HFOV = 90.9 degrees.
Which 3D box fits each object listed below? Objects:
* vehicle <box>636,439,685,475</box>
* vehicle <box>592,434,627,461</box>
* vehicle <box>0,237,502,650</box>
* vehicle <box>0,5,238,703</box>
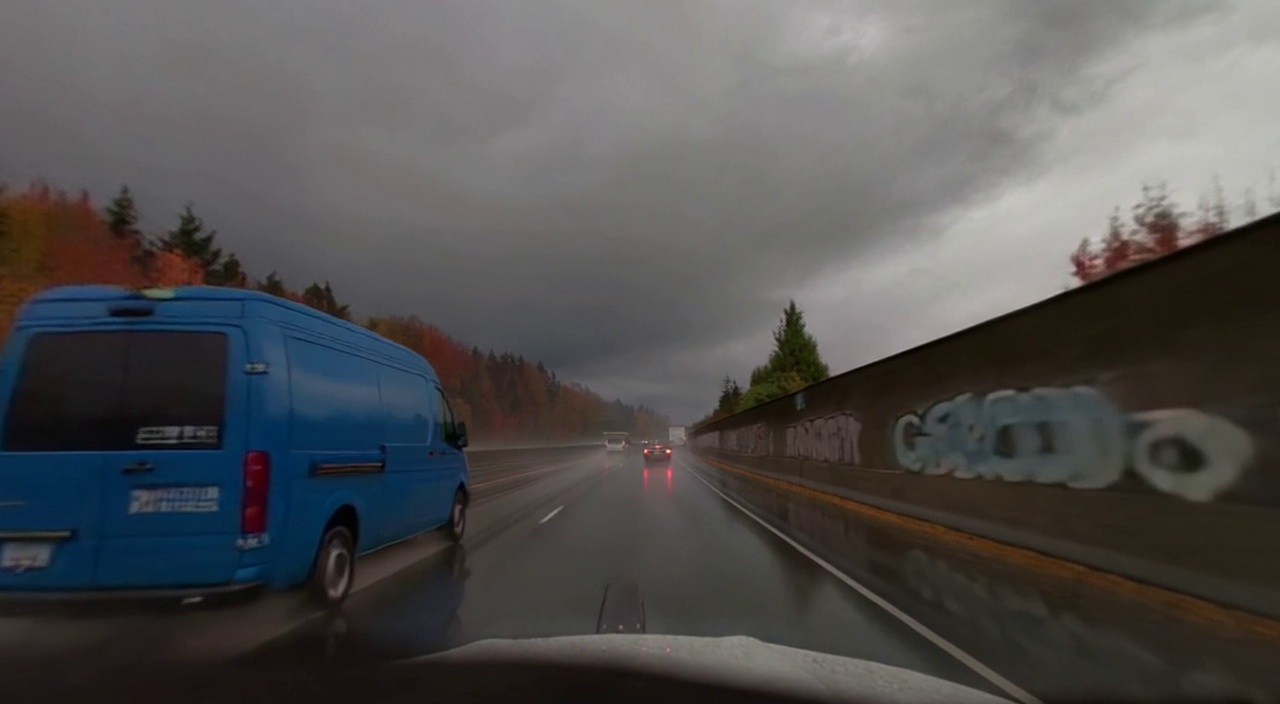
[{"bbox_3d":[0.915,4.718,28.555,2.071,1.487,3.948,0,-8,1],"label":"vehicle"},{"bbox_3d":[-2.320,7.525,49.879,2.199,1.973,5.078,0,-8,3],"label":"vehicle"},{"bbox_3d":[-3.508,0.988,7.286,2.297,2.687,6.317,0,-8,0],"label":"vehicle"},{"bbox_3d":[-3.575,-0.100,1.072,2.334,2.769,5.087,0,-8,0],"label":"vehicle"}]
